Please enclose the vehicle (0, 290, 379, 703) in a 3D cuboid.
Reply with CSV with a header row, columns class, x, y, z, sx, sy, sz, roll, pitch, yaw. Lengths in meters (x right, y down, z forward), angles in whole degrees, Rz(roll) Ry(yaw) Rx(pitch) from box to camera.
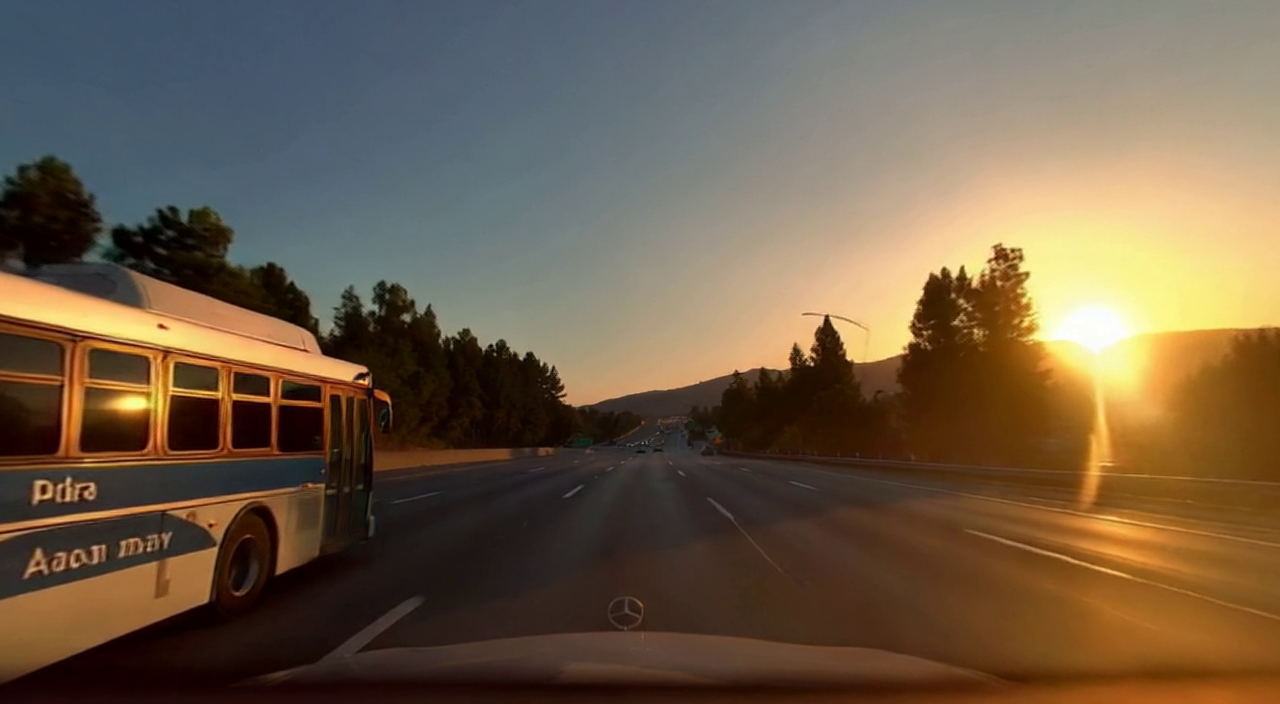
class,x,y,z,sx,sy,sz,roll,pitch,yaw
vehicle,-4.047,0.929,4.422,2.127,1.985,5.205,-1,-8,1
